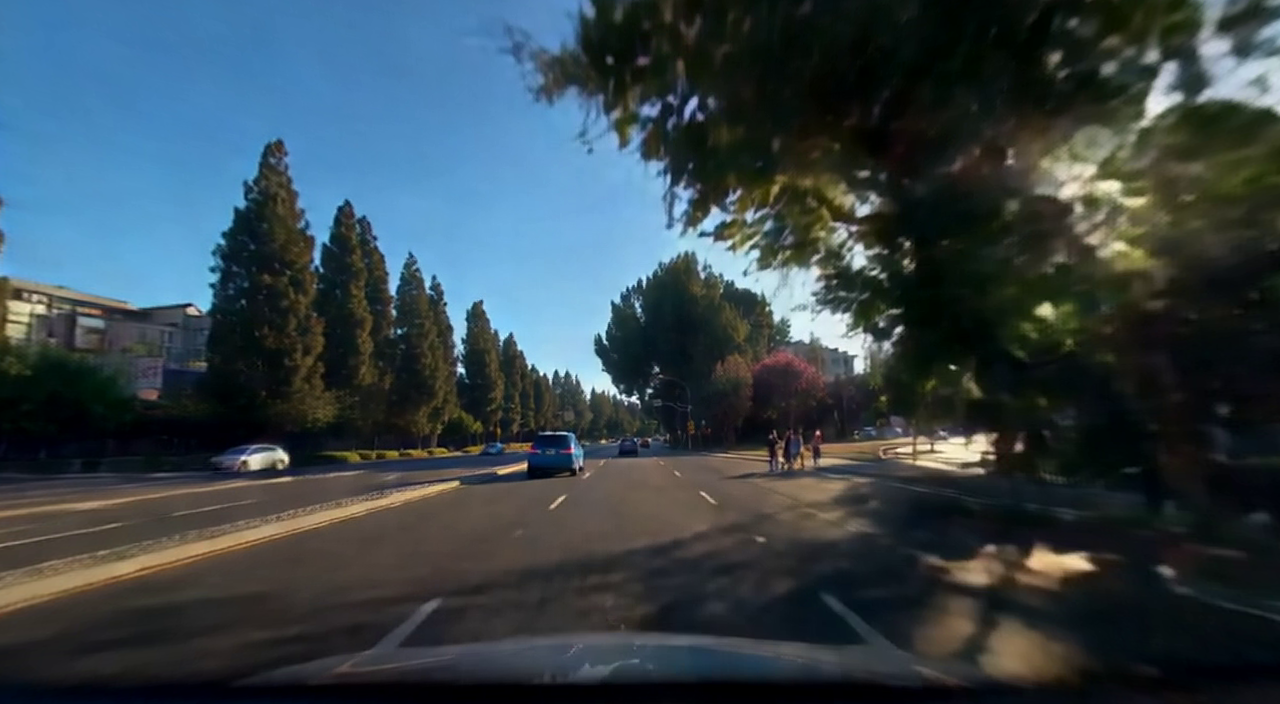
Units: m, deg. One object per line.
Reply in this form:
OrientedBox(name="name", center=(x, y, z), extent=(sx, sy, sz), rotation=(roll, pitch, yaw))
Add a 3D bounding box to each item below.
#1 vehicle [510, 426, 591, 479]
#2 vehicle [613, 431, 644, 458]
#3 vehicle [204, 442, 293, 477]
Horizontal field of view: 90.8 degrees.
OrientedBox(name="vehicle", center=(-3.059, 3.567, 22.560), extent=(2.174, 1.703, 4.231), rotation=(0, -9, 2))
OrientedBox(name="vehicle", center=(-0.847, 6.576, 44.871), extent=(2.077, 1.773, 4.257), rotation=(0, -9, -1))
OrientedBox(name="vehicle", center=(-19.782, 5.428, 32.160), extent=(1.902, 1.625, 4.095), rotation=(0, -9, 0))
